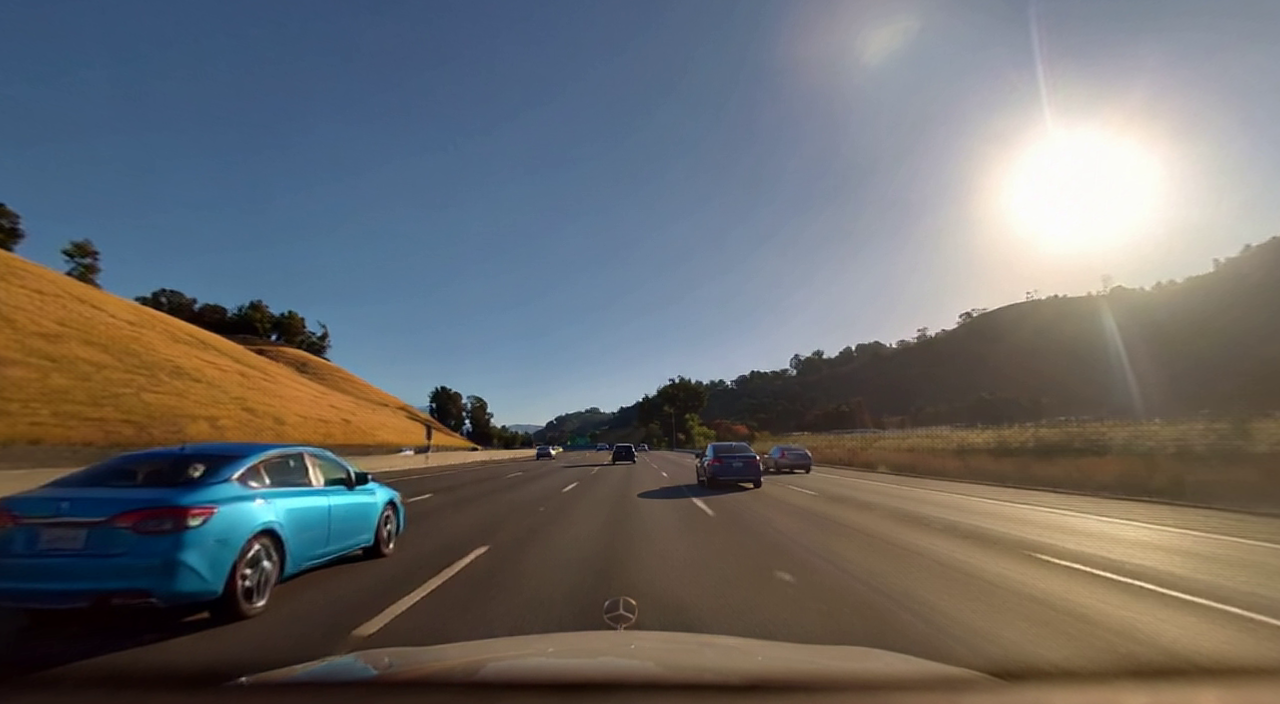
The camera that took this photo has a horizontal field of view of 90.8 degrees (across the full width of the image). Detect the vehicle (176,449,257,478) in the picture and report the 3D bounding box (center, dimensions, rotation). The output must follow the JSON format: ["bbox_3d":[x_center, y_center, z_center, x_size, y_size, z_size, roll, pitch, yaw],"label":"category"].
[{"bbox_3d":[-29.843,7.840,44.758,2.091,1.799,5.192,0,-8,0],"label":"vehicle"}]

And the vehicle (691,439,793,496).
[{"bbox_3d":[2.883,3.388,19.024,2.120,1.492,4.734,0,-8,-2],"label":"vehicle"}]

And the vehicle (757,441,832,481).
[{"bbox_3d":[6.156,4.386,25.670,1.845,1.452,4.352,0,-8,-2],"label":"vehicle"}]

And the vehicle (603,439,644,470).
[{"bbox_3d":[-0.917,5.972,36.963,2.277,1.675,4.023,0,-8,0],"label":"vehicle"}]

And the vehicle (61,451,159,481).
[{"bbox_3d":[-33.726,7.241,40.418,1.899,1.763,5.026,0,-8,0],"label":"vehicle"}]
